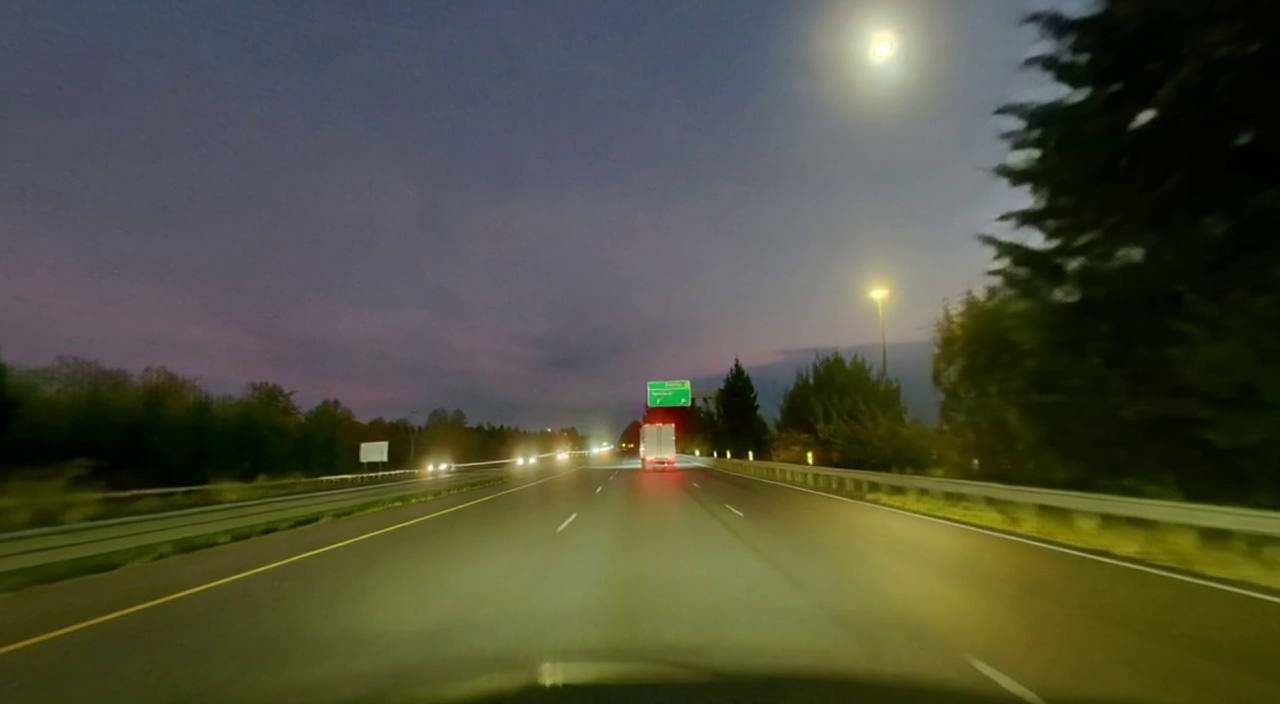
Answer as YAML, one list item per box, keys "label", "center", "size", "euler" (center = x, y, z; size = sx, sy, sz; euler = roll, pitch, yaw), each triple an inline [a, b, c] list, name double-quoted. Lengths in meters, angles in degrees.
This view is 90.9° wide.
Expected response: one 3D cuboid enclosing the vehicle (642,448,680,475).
- label: "vehicle"
  center: [1.178, 6.348, 36.789]
  size: [2.036, 1.457, 3.471]
  euler: [0, -9, -1]
